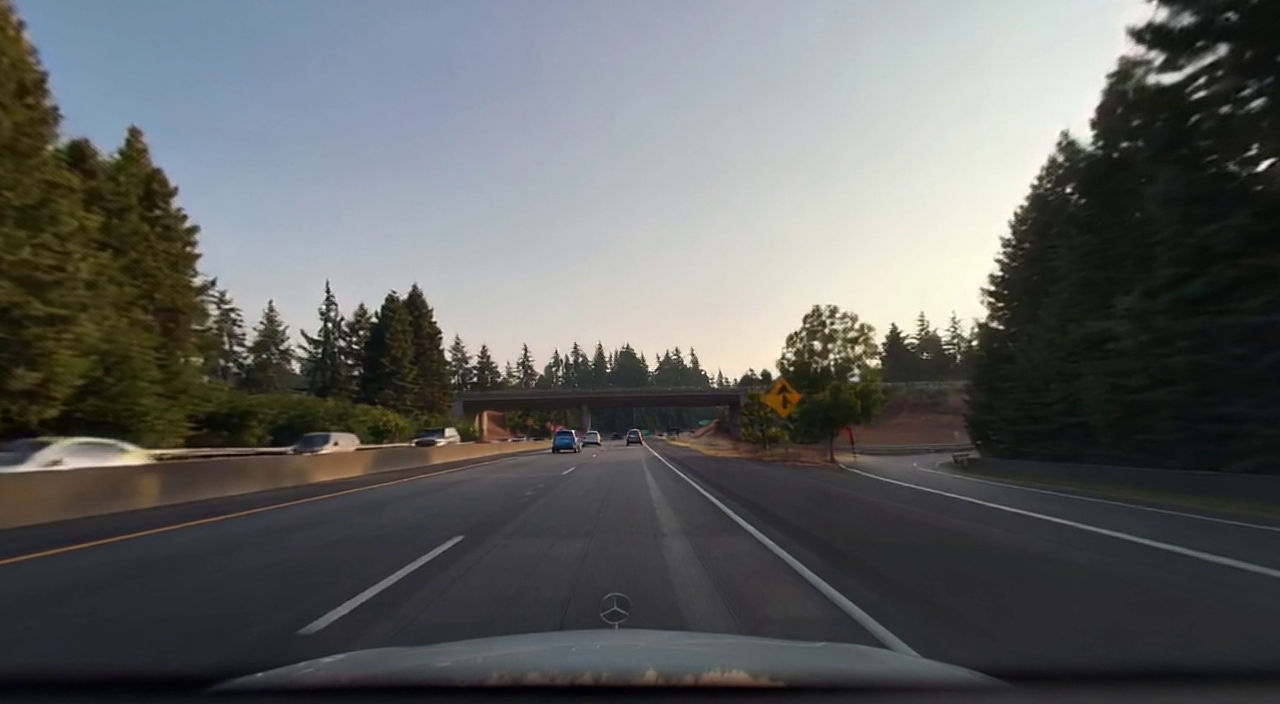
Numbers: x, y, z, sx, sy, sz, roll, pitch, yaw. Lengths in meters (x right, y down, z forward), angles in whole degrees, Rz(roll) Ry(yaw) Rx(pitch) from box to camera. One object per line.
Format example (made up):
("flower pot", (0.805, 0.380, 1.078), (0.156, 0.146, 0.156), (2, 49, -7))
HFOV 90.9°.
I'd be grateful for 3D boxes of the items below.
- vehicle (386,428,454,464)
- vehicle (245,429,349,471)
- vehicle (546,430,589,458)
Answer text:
("vehicle", (-12.622, 5.414, 36.541), (2.077, 1.918, 5.331), (0, -8, -1))
("vehicle", (-17.075, 4.884, 31.806), (2.219, 1.903, 5.502), (0, -8, -1))
("vehicle", (-4.367, 5.615, 38.420), (2.169, 1.588, 4.264), (0, -8, -1))
